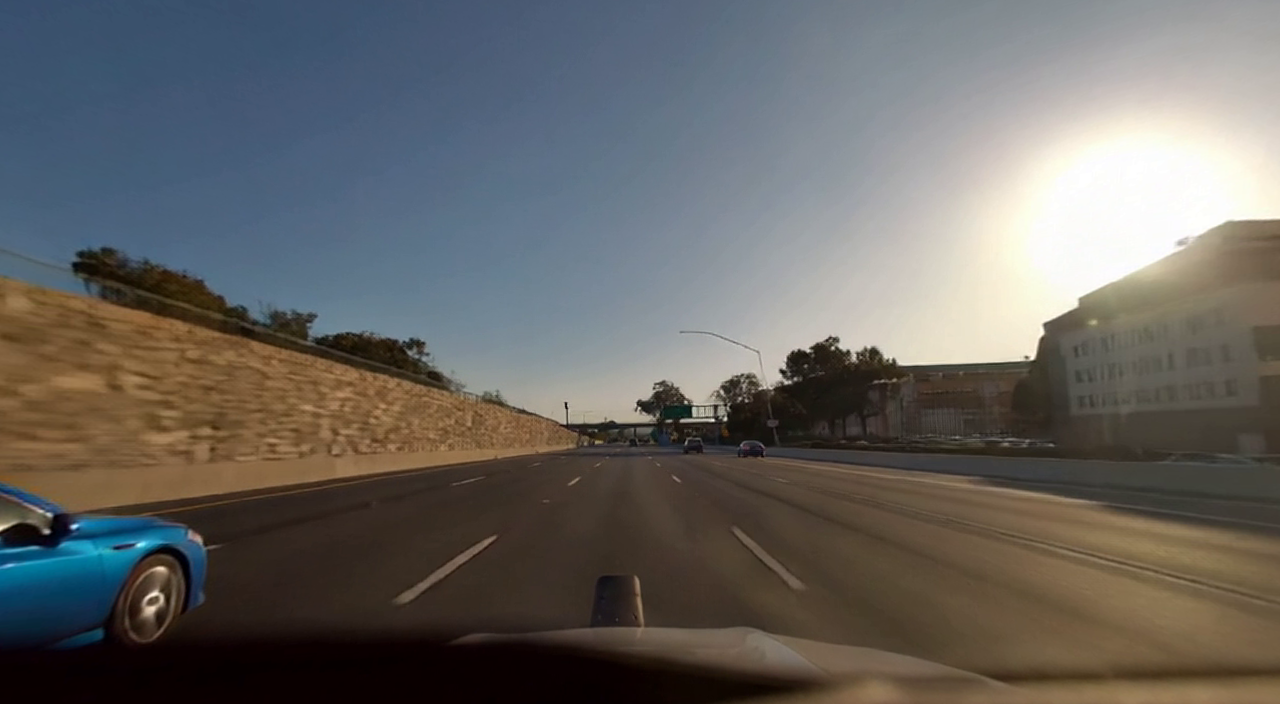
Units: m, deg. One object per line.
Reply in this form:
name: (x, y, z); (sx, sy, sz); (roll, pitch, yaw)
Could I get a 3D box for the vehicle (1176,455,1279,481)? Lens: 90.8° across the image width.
vehicle: (34.274, 6.775, 36.904); (4.252, 1.444, 1.702); (0, -8, 1)

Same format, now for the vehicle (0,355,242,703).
vehicle: (-3.779, 0.760, 2.148); (2.070, 1.641, 4.315); (0, -8, -1)
